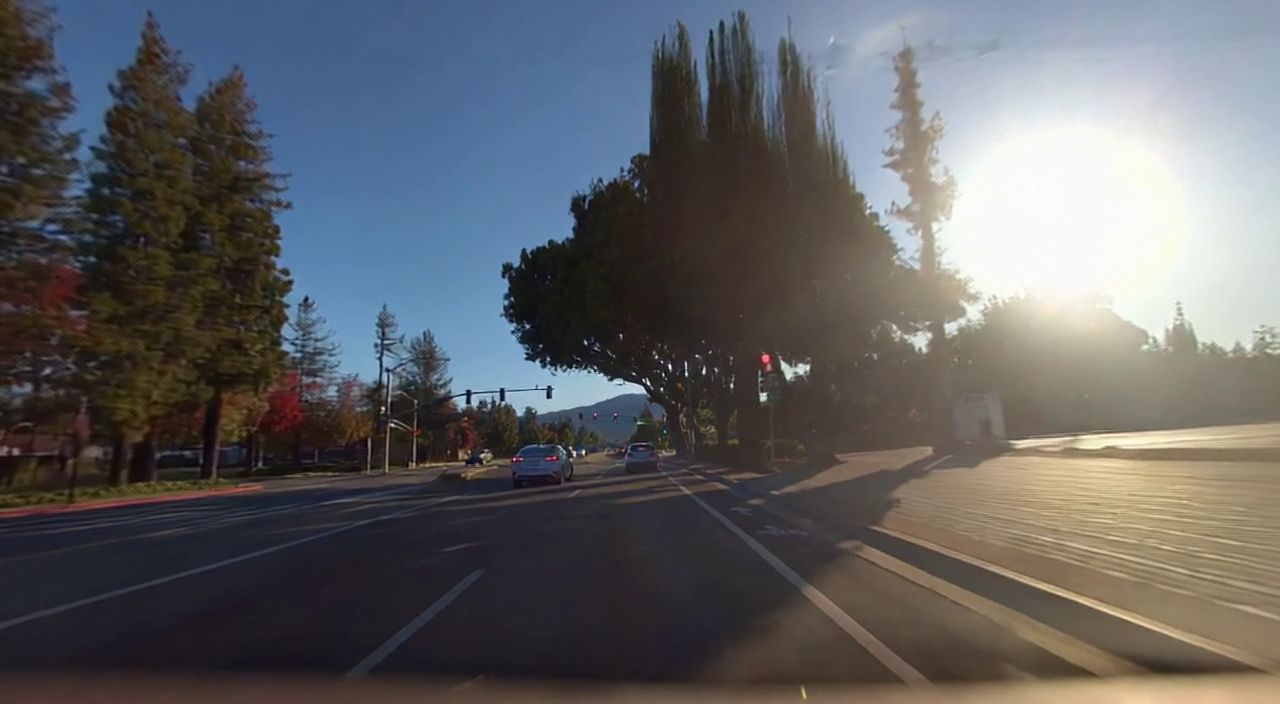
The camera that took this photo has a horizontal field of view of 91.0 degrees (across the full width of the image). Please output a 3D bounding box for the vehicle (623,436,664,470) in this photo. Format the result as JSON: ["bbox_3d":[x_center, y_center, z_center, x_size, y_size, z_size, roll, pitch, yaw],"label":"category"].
[{"bbox_3d":[0.114,5.738,35.919,2.215,1.799,4.426,0,-8,-2],"label":"vehicle"}]

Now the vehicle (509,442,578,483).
[{"bbox_3d":[-3.686,4.292,24.832,2.036,1.447,4.044,0,-8,0],"label":"vehicle"}]
